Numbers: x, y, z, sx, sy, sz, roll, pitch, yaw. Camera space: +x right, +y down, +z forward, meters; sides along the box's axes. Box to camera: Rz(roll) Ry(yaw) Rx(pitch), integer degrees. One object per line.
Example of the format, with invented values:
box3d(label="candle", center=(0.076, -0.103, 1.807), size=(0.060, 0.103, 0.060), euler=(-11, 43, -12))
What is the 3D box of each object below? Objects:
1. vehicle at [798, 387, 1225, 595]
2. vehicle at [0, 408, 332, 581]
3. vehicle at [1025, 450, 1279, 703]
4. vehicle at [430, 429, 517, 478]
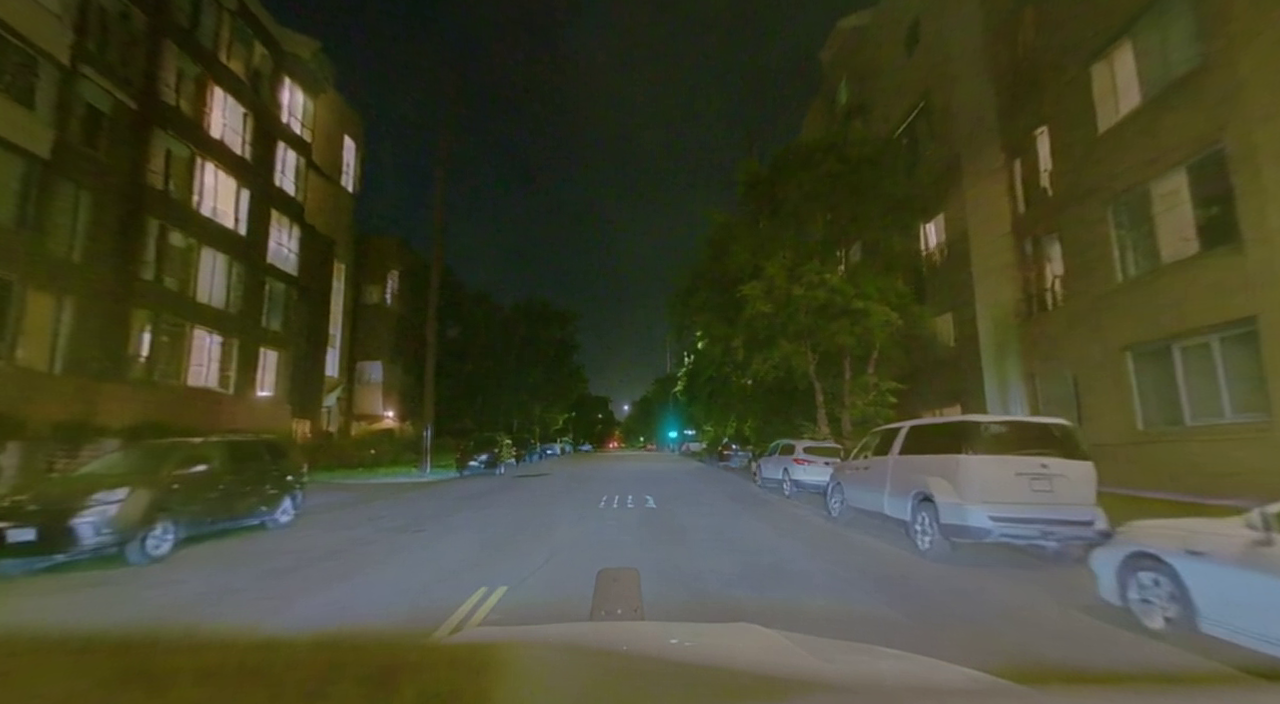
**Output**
box3d(label="vehicle", center=(4.307, 1.768, 9.069), size=(2.365, 1.970, 6.011), euler=(0, -9, -1))
box3d(label="vehicle", center=(-6.952, 1.993, 9.406), size=(2.235, 1.802, 5.138), euler=(-2, -10, -2))
box3d(label="vehicle", center=(4.390, 1.220, 3.203), size=(1.823, 1.393, 4.584), euler=(0, -9, -2))
box3d(label="vehicle", center=(-7.115, 4.499, 27.644), size=(2.384, 1.781, 5.492), euler=(-3, -10, -1))
